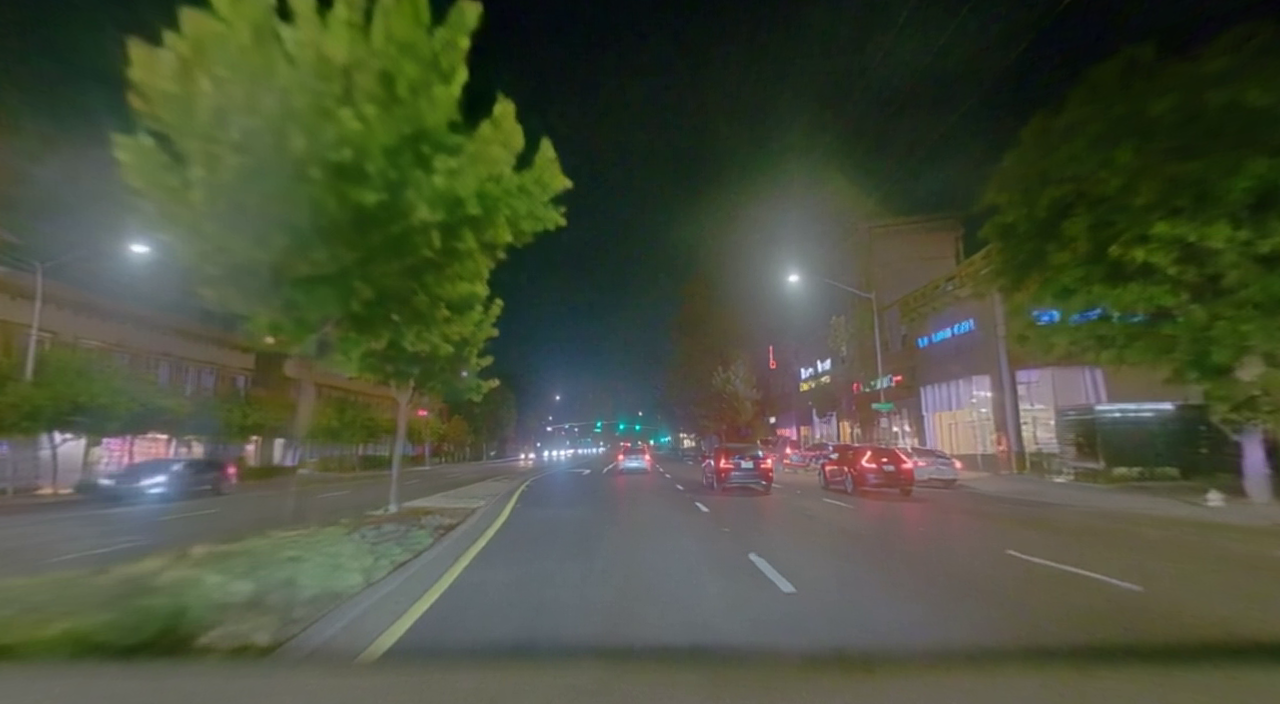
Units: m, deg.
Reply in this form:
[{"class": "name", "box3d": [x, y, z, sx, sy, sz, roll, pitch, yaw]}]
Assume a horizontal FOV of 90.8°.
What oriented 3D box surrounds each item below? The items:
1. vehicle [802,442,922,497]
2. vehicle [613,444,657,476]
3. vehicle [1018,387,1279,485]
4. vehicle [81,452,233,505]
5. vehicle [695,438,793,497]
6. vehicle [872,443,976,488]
[{"class": "vehicle", "box3d": [6.554, 3.495, 19.274, 1.952, 1.449, 4.544, 0, -8, -1]}, {"class": "vehicle", "box3d": [-0.258, 5.350, 31.609, 2.052, 1.461, 4.324, 0, -8, -1]}, {"class": "vehicle", "box3d": [17.546, 2.892, 21.739, 7.127, 3.093, 2.760, 0, -8, 0]}, {"class": "vehicle", "box3d": [-15.375, 4.008, 20.391, 1.878, 1.481, 3.663, -1, -8, 3]}, {"class": "vehicle", "box3d": [2.949, 3.391, 19.022, 2.072, 1.545, 4.578, 0, -8, -1]}, {"class": "vehicle", "box3d": [10.595, 4.237, 23.905, 2.000, 1.514, 3.811, 0, -8, -3]}]
